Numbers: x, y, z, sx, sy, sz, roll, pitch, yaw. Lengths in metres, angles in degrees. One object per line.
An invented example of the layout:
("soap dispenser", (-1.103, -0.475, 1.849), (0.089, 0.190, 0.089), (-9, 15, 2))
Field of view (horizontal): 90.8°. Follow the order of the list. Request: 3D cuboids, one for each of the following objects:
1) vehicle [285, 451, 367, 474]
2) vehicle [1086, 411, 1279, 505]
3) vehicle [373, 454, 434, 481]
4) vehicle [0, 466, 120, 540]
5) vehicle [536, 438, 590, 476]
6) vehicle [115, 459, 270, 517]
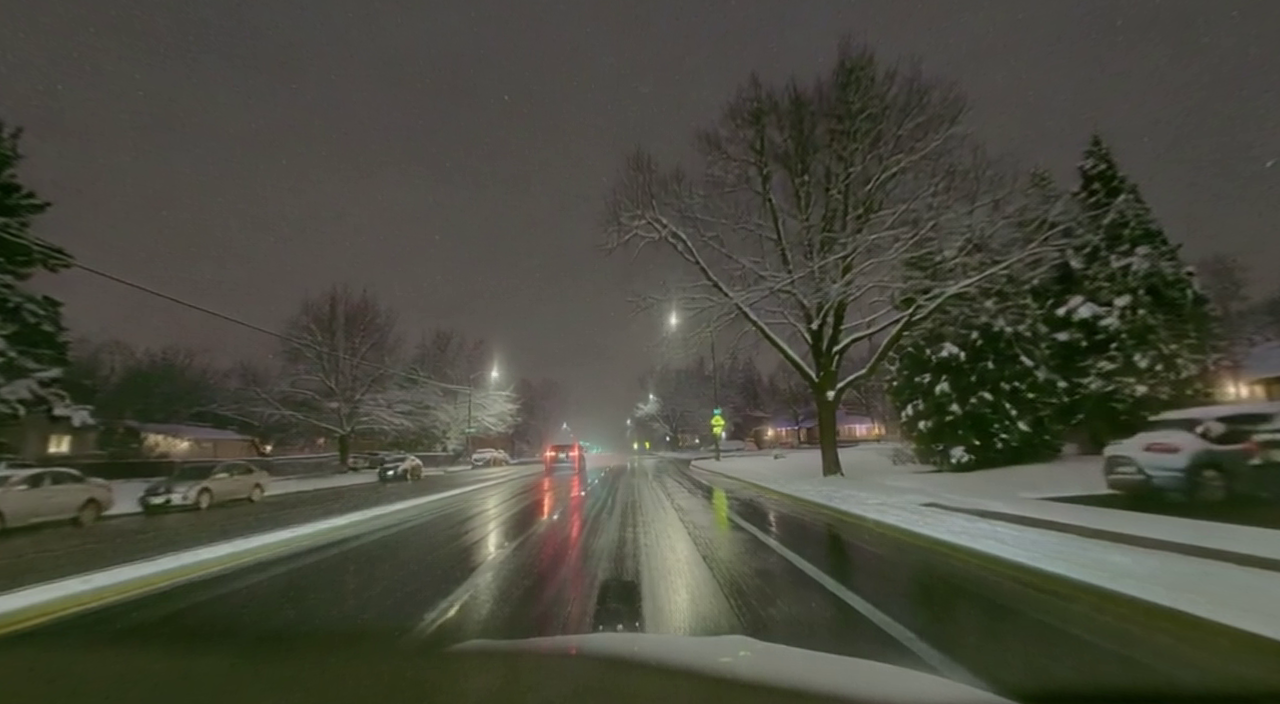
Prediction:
("vehicle", (-21.573, 7.578, 43.428), (4.669, 1.464, 1.879), (-1, -9, 5))
("vehicle", (10.594, 1.798, 10.832), (4.463, 1.440, 1.884), (0, -8, -2))
("vehicle", (-14.212, 6.946, 38.286), (1.900, 1.494, 4.730), (0, -8, 0))
("vehicle", (-14.152, 3.294, 13.759), (1.856, 1.477, 4.574), (-2, -10, -2))
("vehicle", (-3.677, 5.131, 31.037), (2.135, 1.731, 4.232), (0, -9, 0))
("vehicle", (-13.944, 4.220, 20.037), (1.884, 1.509, 4.110), (0, -8, 0))
